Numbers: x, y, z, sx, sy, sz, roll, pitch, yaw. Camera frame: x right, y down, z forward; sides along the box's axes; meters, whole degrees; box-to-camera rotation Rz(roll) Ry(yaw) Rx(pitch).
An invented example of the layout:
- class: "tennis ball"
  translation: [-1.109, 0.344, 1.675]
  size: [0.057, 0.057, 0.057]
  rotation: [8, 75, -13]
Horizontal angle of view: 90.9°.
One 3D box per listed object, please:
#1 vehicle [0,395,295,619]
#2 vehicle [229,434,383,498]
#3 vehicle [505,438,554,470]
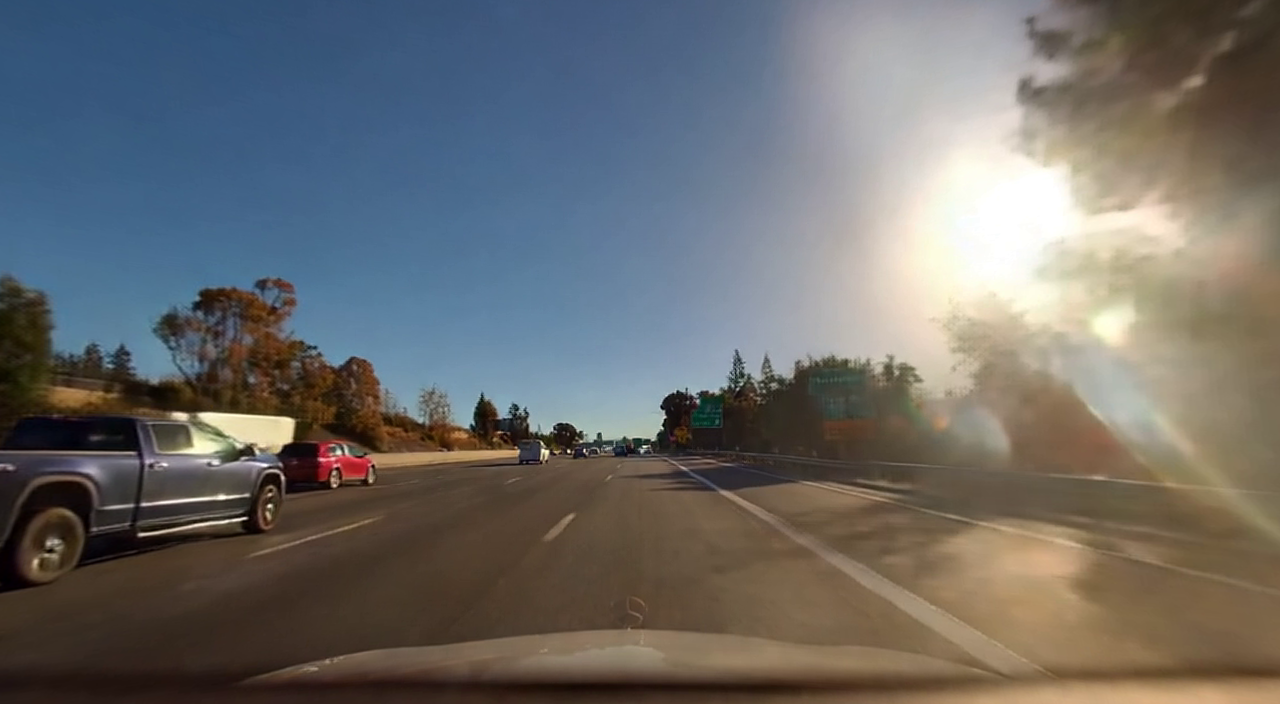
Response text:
- class: "vehicle"
  translation: [-6.312, 1.389, 6.104]
  size: [2.403, 1.773, 6.276]
  rotation: [0, -8, 0]
- class: "vehicle"
  translation: [-9.691, 3.321, 18.818]
  size: [2.060, 1.662, 4.469]
  rotation: [0, -8, 1]
- class: "vehicle"
  translation: [-6.318, 5.880, 36.589]
  size: [2.009, 1.735, 4.358]
  rotation: [0, -8, 1]
